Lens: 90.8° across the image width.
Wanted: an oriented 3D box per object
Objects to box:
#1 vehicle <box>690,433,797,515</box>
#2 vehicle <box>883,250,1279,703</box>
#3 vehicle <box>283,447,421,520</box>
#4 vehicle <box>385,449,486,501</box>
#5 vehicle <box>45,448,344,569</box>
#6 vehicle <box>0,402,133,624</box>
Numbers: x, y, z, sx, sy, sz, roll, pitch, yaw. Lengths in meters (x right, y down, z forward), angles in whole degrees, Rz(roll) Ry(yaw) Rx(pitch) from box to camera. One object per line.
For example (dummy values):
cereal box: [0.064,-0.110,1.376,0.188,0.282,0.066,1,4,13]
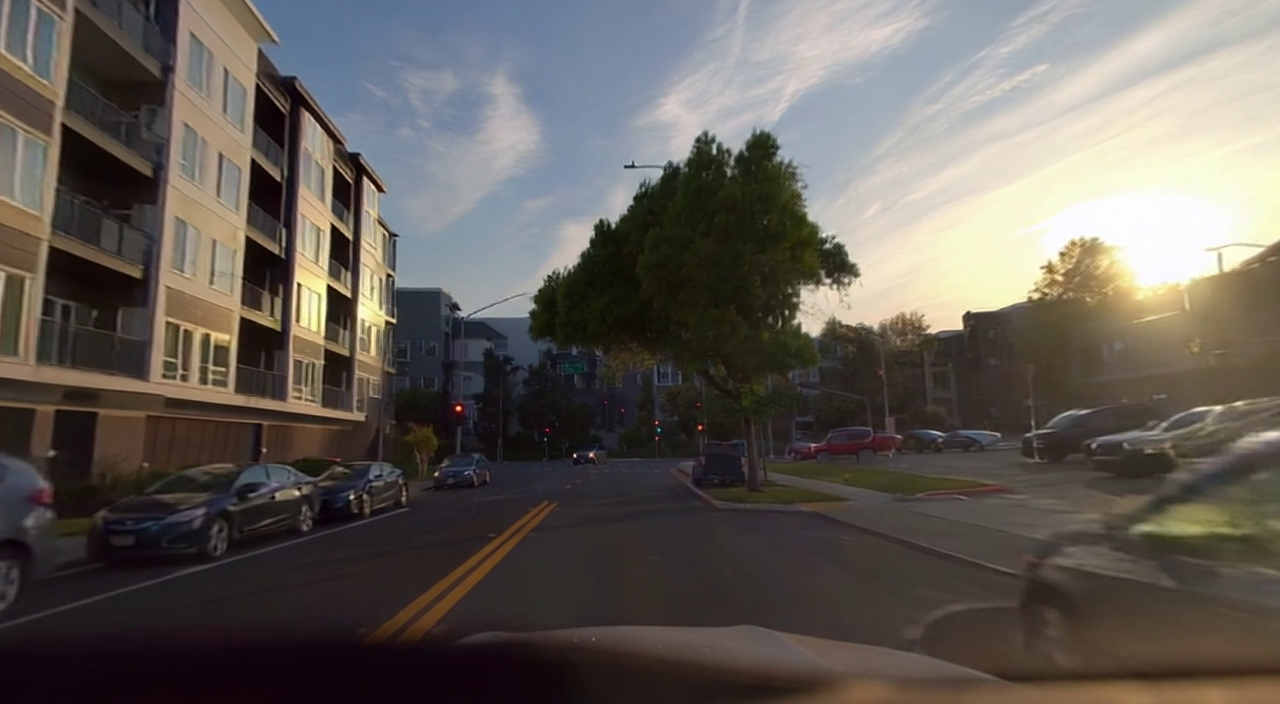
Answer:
vehicle: [2.700,3.263,17.729,2.034,1.689,4.978,0,-4,-2]
vehicle: [2.922,0.698,2.090,2.408,1.815,4.462,0,-8,0]
vehicle: [-6.868,3.118,15.525,1.713,1.531,3.685,0,-8,-2]
vehicle: [-6.609,3.988,21.008,1.934,1.484,4.630,0,-8,-2]
vehicle: [-6.603,2.296,10.129,1.789,1.462,4.313,0,-8,-3]
vehicle: [-6.272,1.191,4.225,1.993,1.817,4.619,0,-8,-2]
